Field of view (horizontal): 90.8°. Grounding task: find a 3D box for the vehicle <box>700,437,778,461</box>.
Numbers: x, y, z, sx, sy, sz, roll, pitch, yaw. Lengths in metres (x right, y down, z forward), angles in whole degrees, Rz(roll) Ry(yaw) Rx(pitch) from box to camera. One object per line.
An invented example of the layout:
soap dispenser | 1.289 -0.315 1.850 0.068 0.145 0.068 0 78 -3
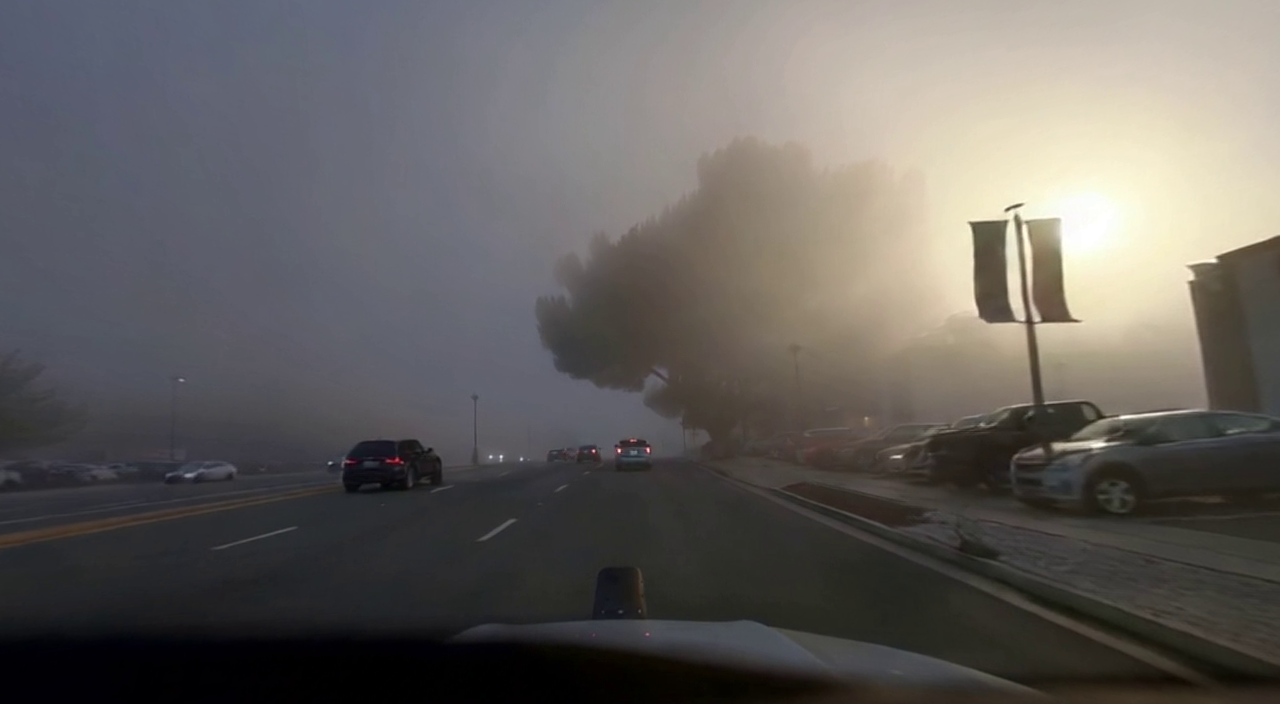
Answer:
vehicle | 6.416 6.336 41.191 4.619 1.523 1.873 1 -8 -7

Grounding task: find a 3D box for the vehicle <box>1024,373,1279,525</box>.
vehicle | 8.918 1.179 8.786 5.463 1.722 2.341 -7 -9 13

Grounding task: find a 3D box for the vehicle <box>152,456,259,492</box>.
vehicle | -20.256 5.677 29.701 1.963 1.456 4.339 0 -9 0

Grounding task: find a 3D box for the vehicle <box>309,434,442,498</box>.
vehicle | -7.714 3.360 19.039 2.038 1.649 4.665 0 -8 -1

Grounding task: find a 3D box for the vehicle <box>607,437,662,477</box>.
vehicle | -0.255 4.205 25.509 2.061 1.469 3.954 0 -8 -2
